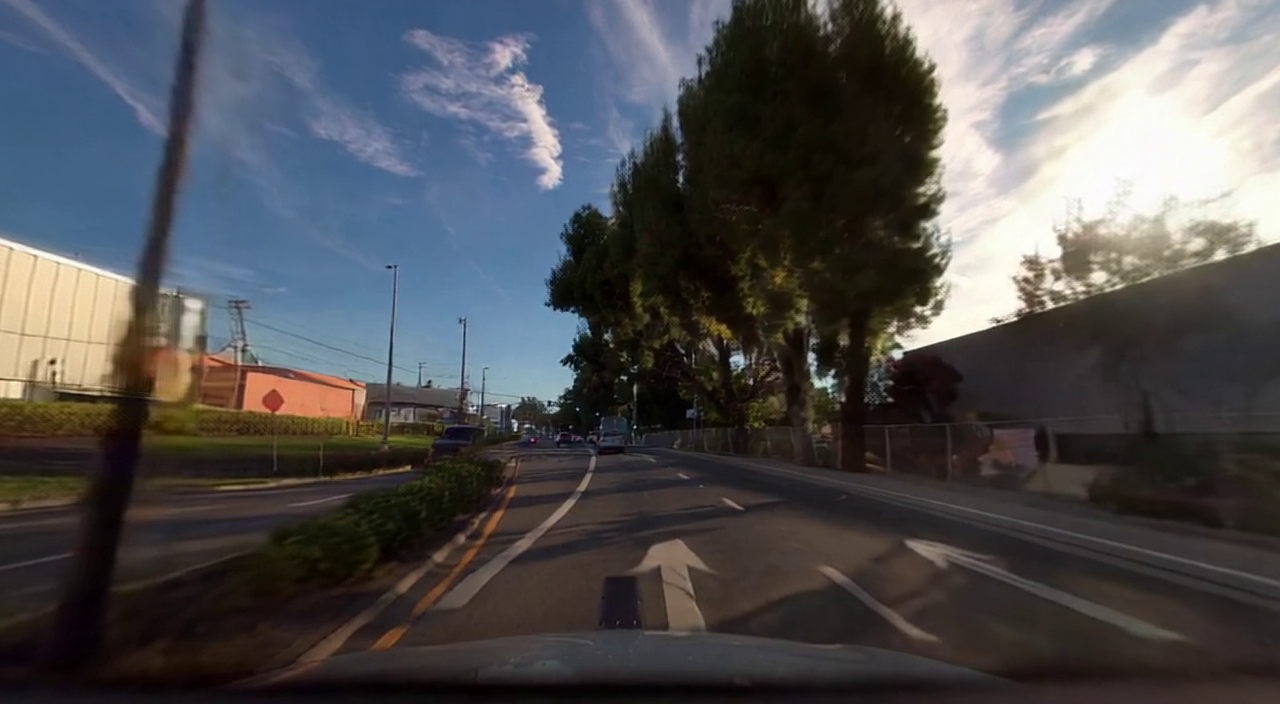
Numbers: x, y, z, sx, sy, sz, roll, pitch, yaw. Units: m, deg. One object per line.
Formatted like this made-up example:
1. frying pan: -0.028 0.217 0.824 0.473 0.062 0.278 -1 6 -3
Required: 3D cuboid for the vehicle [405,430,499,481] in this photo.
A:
1. vehicle: -6.473 3.595 22.205 2.120 1.610 3.917 0 -8 -1
